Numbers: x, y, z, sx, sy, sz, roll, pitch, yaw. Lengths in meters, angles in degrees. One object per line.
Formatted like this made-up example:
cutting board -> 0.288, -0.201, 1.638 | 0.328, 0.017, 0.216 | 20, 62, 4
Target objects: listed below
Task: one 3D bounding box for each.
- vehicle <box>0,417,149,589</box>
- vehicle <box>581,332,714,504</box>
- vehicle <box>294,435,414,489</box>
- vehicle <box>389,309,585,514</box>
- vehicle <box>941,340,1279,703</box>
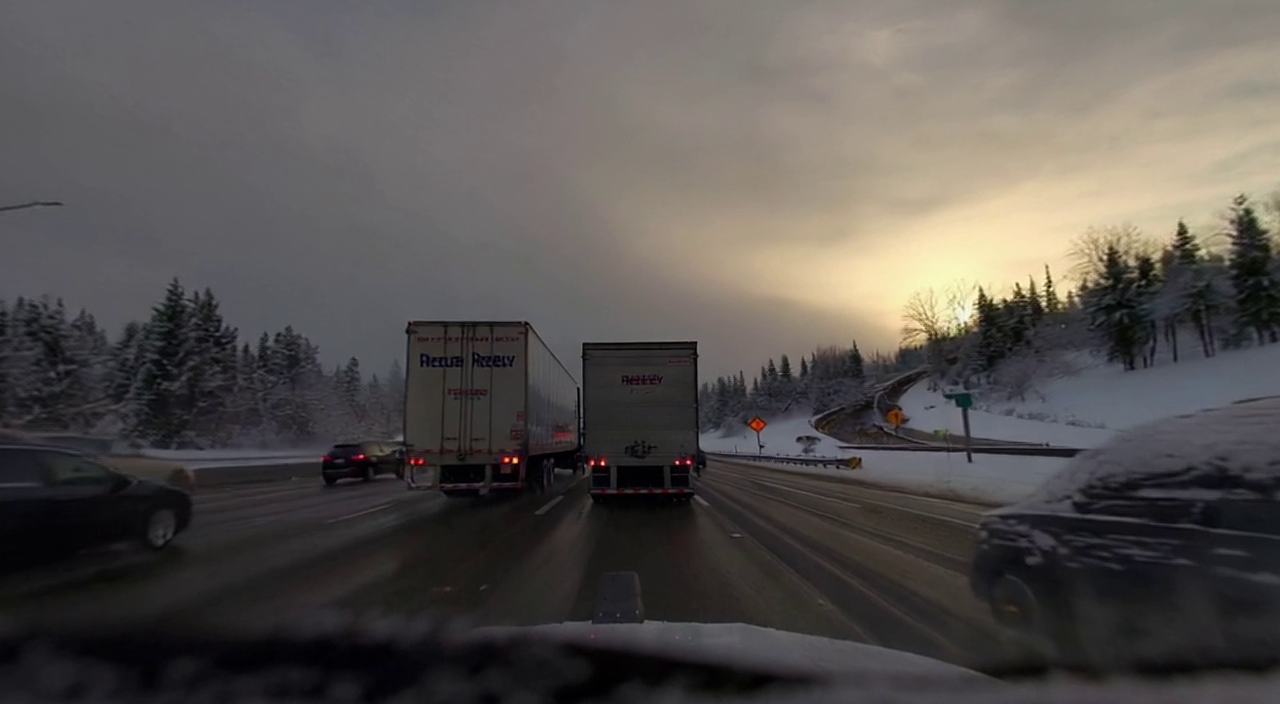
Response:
vehicle -> -7.389, 1.451, 5.916 | 2.017, 1.694, 4.420 | 0, -9, -1
vehicle -> 0.087, 2.167, 18.953 | 2.910, 3.828, 9.805 | 0, -9, -1
vehicle -> -10.992, 4.261, 24.889 | 2.120, 1.862, 5.530 | 0, -9, 0
vehicle -> -3.729, 2.361, 20.633 | 2.873, 4.107, 15.970 | 0, -9, -2
vehicle -> 3.912, 0.935, 3.511 | 2.136, 1.753, 4.644 | 0, -9, 0
